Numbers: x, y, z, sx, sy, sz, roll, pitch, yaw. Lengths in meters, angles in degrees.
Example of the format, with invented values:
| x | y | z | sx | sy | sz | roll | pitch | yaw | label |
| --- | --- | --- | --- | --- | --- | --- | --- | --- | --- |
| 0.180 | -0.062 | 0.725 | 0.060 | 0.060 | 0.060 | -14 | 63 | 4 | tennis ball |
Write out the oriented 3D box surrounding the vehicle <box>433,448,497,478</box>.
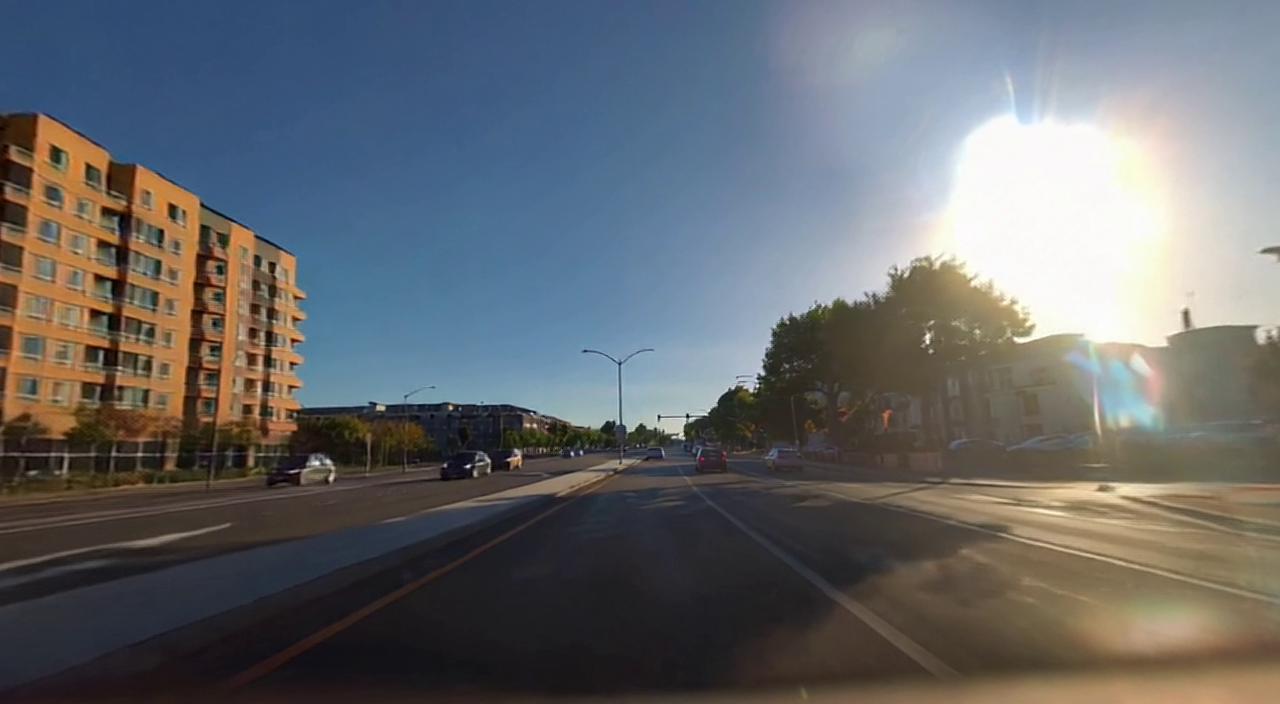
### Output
| x | y | z | sx | sy | sz | roll | pitch | yaw | label |
| --- | --- | --- | --- | --- | --- | --- | --- | --- | --- |
| -9.439 | 6.035 | 34.565 | 2.012 | 1.520 | 4.645 | -1 | -9 | 2 | vehicle |

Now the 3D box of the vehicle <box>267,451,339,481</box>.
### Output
| x | y | z | sx | sy | sz | roll | pitch | yaw | label |
| --- | --- | --- | --- | --- | --- | --- | --- | --- | --- |
| -21.205 | 7.174 | 40.017 | 1.995 | 1.684 | 4.487 | -1 | -9 | 2 | vehicle |

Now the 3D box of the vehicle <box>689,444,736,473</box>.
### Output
| x | y | z | sx | sy | sz | roll | pitch | yaw | label |
| --- | --- | --- | --- | --- | --- | --- | --- | --- | --- |
| 3.979 | 5.941 | 35.447 | 2.020 | 1.479 | 4.650 | 0 | -9 | -1 | vehicle |

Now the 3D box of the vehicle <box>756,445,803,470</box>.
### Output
| x | y | z | sx | sy | sz | roll | pitch | yaw | label |
| --- | --- | --- | --- | --- | --- | --- | --- | --- | --- |
| 8.579 | 6.519 | 39.234 | 1.932 | 1.439 | 4.159 | 0 | -9 | 0 | vehicle |
